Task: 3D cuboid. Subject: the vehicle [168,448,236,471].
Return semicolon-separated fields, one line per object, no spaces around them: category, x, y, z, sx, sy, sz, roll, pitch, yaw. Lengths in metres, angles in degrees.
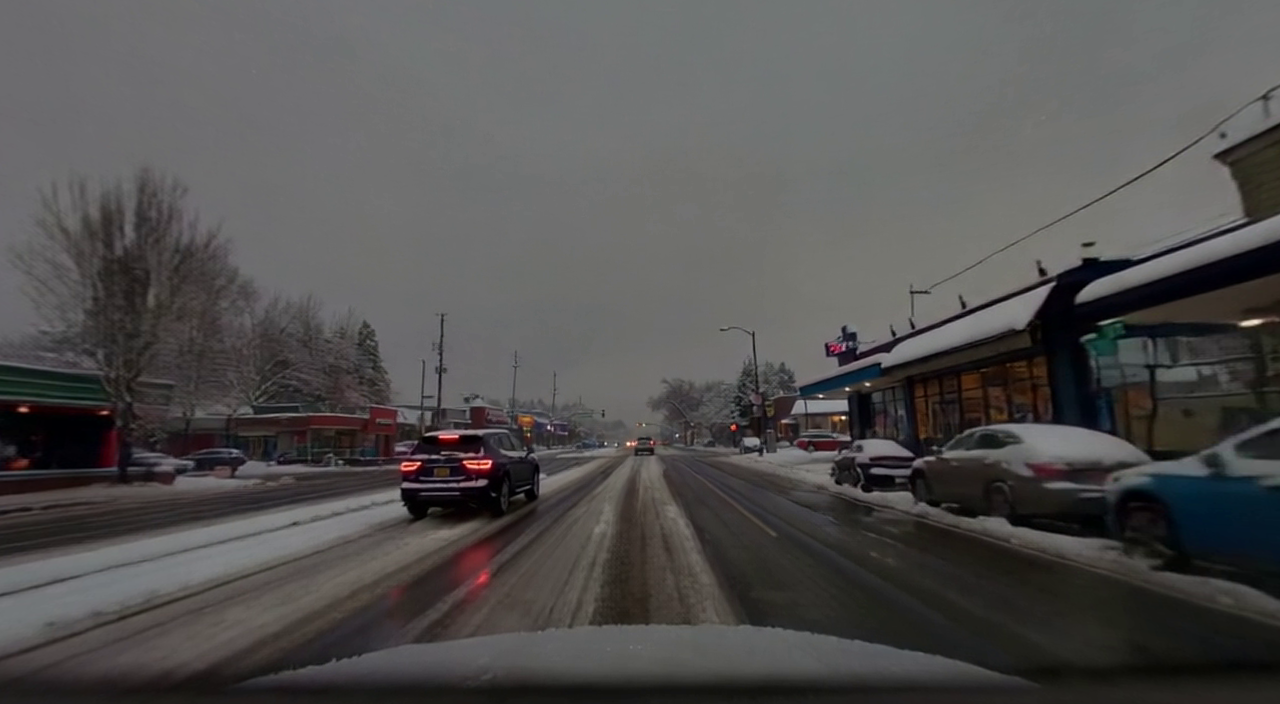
vehicle;-32.260;7.914;46.428;4.435;1.483;1.990;-5;-8;23

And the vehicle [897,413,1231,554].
vehicle;6.533;2.085;10.743;2.129;1.802;5.084;0;-9;0

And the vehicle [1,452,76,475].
vehicle;-39.996;7.378;41.891;4.129;1.442;1.732;-3;-9;19

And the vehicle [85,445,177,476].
vehicle;-31.035;6.610;38.442;4.589;1.779;2.154;-3;-9;20

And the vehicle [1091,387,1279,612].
vehicle;6.333;1.139;4.668;2.116;1.836;5.235;0;-9;1

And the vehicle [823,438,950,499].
vehicle;6.775;3.223;17.853;1.896;1.497;4.032;0;-9;-1

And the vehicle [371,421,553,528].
vehicle;-3.073;2.228;12.019;2.049;1.646;4.445;0;-9;2

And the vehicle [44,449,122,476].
vehicle;-35.472;7.034;40.093;4.731;1.511;1.768;-5;-7;22

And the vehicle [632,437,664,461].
vehicle;0.523;6.407;41.646;2.037;1.484;4.073;0;-9;0

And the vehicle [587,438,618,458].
vehicle;-2.881;7.483;49.009;1.950;1.450;4.257;0;-9;2
